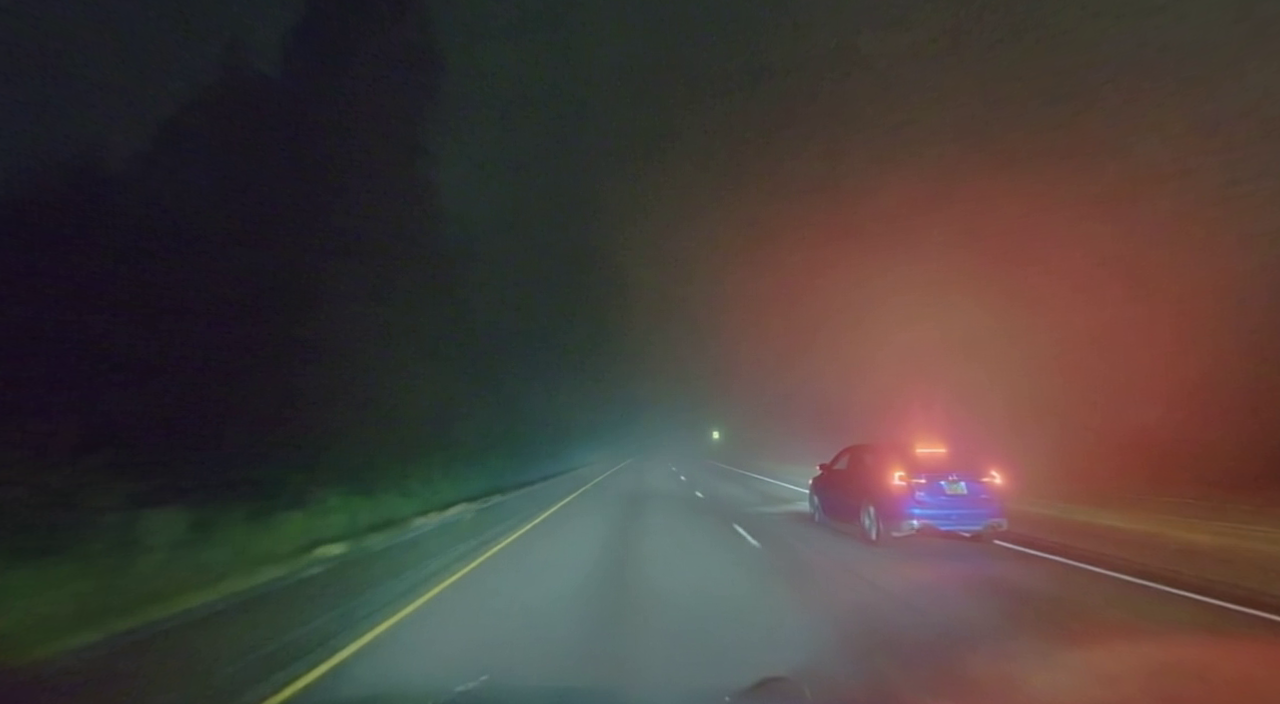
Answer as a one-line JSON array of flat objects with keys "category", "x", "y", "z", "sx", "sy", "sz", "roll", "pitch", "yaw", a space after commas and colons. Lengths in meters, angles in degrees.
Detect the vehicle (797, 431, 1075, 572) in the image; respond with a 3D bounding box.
[{"category": "vehicle", "x": 3.747, "y": 1.939, "z": 8.969, "sx": 1.997, "sy": 1.515, "sz": 4.025, "roll": 0, "pitch": -8, "yaw": 0}]
